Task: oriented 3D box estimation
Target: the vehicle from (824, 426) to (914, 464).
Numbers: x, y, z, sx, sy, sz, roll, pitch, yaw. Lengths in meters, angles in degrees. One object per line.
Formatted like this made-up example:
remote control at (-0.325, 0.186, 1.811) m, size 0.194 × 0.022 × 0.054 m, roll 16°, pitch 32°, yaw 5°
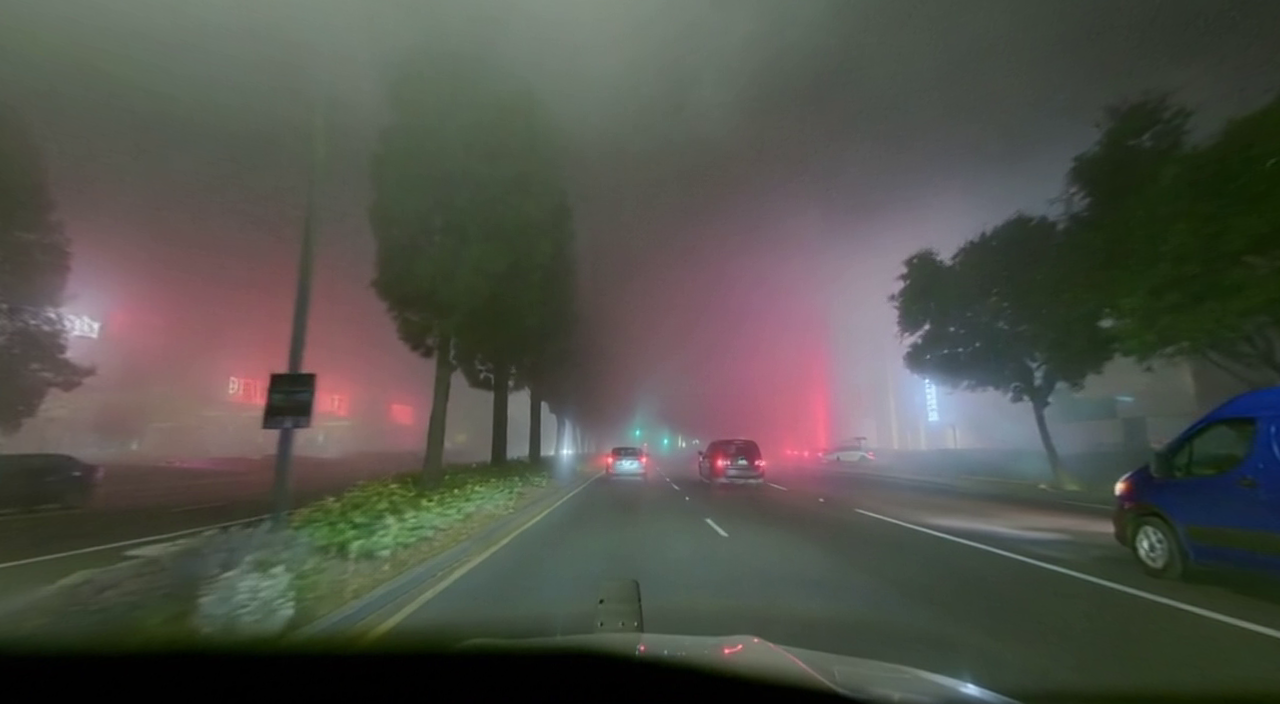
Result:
vehicle at (17.594, 7.172, 48.806) m, size 5.907 × 2.777 × 2.431 m, roll 0°, pitch -8°, yaw -2°

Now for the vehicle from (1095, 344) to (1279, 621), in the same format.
vehicle at (6.277, 0.868, 3.968) m, size 2.573 × 2.127 × 5.568 m, roll 0°, pitch -9°, yaw -1°

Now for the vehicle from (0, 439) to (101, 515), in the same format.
vehicle at (-15.172, 2.841, 14.421) m, size 1.919 × 1.666 × 4.288 m, roll 0°, pitch -8°, yaw 0°

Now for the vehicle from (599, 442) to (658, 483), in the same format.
vehicle at (-0.412, 4.242, 24.559) m, size 2.095 × 1.456 × 3.873 m, roll 0°, pitch -8°, yaw 0°

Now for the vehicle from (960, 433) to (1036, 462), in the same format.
vehicle at (27.488, 7.334, 48.547) m, size 4.770 × 2.109 × 2.230 m, roll 2°, pitch -9°, yaw -16°

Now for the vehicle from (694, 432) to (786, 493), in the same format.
vehicle at (3.003, 3.422, 19.923) m, size 2.047 × 1.711 × 4.265 m, roll 0°, pitch -8°, yaw -2°
